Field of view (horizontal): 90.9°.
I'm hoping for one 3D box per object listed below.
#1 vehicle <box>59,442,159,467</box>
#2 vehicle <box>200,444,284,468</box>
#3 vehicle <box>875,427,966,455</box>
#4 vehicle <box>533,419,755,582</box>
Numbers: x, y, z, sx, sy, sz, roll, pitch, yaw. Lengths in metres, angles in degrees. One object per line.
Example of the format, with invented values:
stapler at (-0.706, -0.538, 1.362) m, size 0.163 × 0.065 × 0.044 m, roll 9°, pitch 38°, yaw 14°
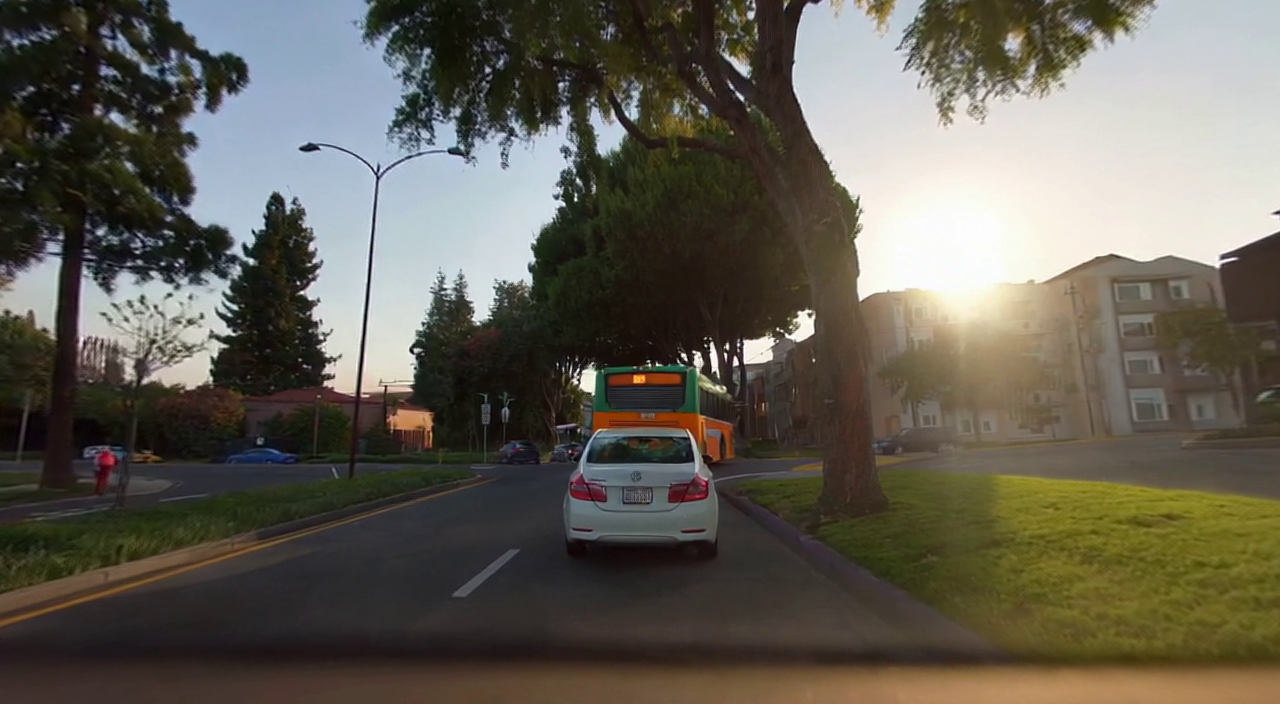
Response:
vehicle at (-32.071, 6.192, 38.212) m, size 4.473 × 1.442 × 1.743 m, roll 7°, pitch -11°, yaw -39°
vehicle at (-25.981, 6.794, 41.333) m, size 4.403 × 1.422 × 1.697 m, roll 4°, pitch -9°, yaw -26°
vehicle at (15.822, 5.056, 35.654) m, size 4.338 × 1.464 × 1.782 m, roll -6°, pitch -10°, yaw 35°
vehicle at (0.067, 1.649, 7.787) m, size 2.020 × 1.478 × 3.922 m, roll 0°, pitch -8°, yaw 1°
